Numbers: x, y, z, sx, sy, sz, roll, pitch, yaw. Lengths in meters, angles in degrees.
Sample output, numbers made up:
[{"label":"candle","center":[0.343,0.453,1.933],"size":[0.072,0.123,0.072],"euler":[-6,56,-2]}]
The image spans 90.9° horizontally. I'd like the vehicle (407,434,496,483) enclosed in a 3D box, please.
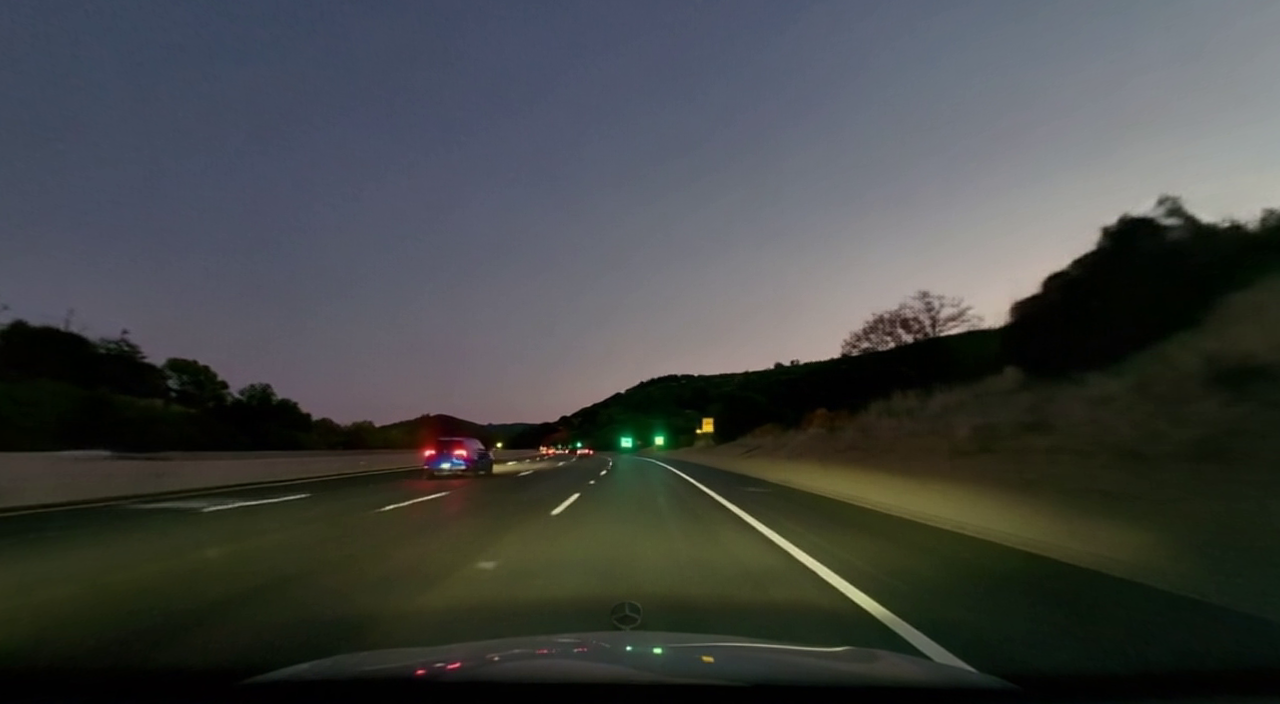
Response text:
[{"label":"vehicle","center":[-7.251,4.143,24.784],"size":[2.046,1.712,4.533],"euler":[0,-8,0]}]
